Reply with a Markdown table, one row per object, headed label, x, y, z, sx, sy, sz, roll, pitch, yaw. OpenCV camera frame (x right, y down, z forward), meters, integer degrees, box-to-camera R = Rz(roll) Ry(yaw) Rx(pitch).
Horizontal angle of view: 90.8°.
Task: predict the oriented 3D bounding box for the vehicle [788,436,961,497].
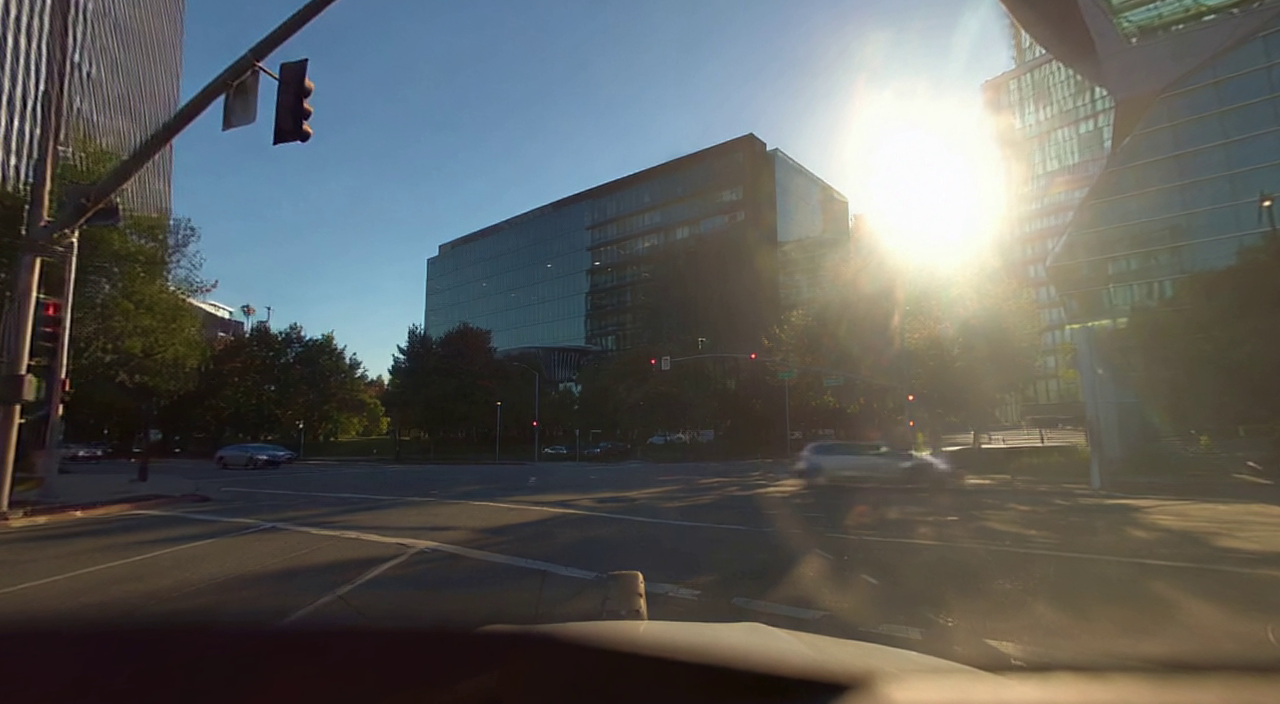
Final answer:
| label | x | y | z | sx | sy | sz | roll | pitch | yaw |
| --- | --- | --- | --- | --- | --- | --- | --- | --- | --- |
| vehicle | 6.526 | 3.166 | 17.773 | 4.110 | 1.511 | 1.883 | -7 | -11 | 37 |

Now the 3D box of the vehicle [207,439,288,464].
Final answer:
| label | x | y | z | sx | sy | sz | roll | pitch | yaw |
| --- | --- | --- | --- | --- | --- | --- | --- | --- | --- |
| vehicle | -25.448 | 6.442 | 40.882 | 5.408 | 1.505 | 2.091 | -5 | -10 | 30 |
